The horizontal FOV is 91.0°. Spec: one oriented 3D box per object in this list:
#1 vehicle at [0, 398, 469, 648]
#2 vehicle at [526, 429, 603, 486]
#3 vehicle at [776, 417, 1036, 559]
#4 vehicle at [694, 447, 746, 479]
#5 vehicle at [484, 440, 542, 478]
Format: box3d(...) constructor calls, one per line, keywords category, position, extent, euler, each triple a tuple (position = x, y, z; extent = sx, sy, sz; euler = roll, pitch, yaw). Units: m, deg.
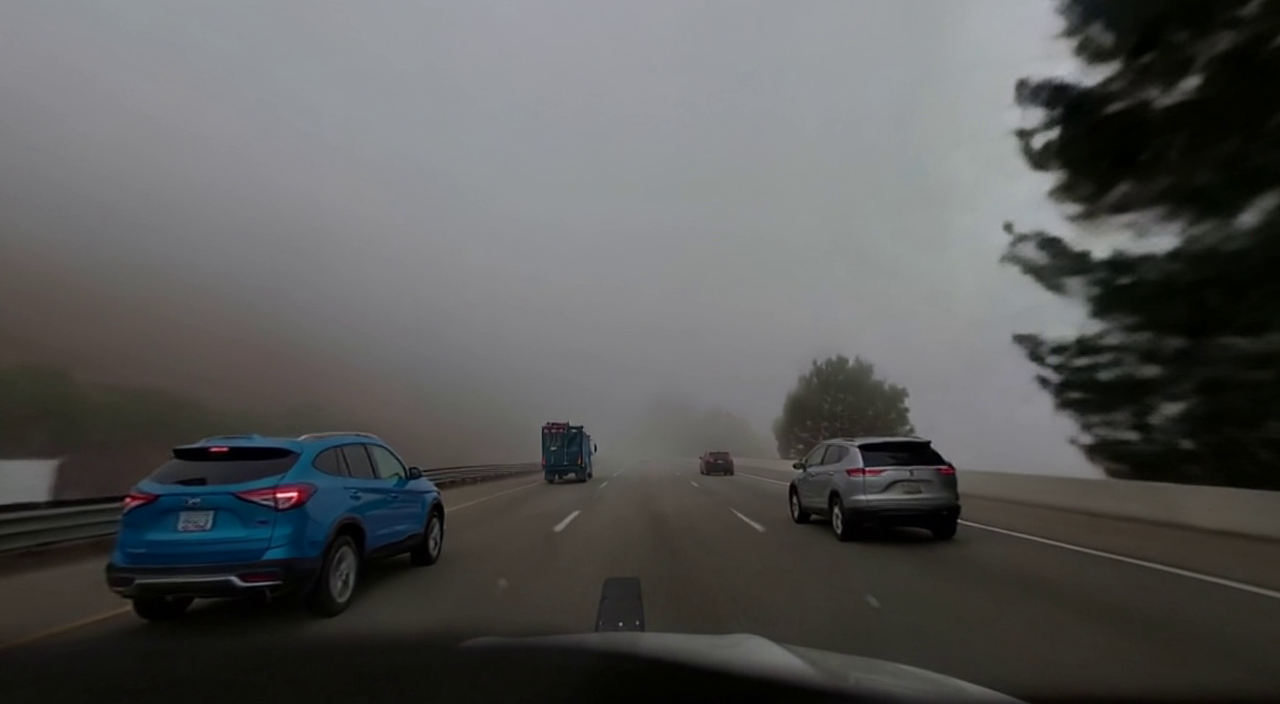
box3d(category="vehicle", position=(-3.441, 1.506, 6.536), extent=(2.080, 1.716, 4.207), euler=(0, -9, 1))
box3d(category="vehicle", position=(-2.999, 4.412, 26.561), extent=(2.494, 2.136, 5.539), euler=(0, -9, 1))
box3d(category="vehicle", position=(3.732, 2.008, 10.009), extent=(2.066, 1.696, 4.604), euler=(0, -9, -1))
box3d(category="vehicle", position=(4.173, 5.879, 33.619), extent=(2.071, 1.570, 4.637), euler=(0, -9, -1))
box3d(category="vehicle", position=(-6.897, 5.857, 34.722), extent=(2.149, 1.922, 4.976), euler=(0, -9, 0))
